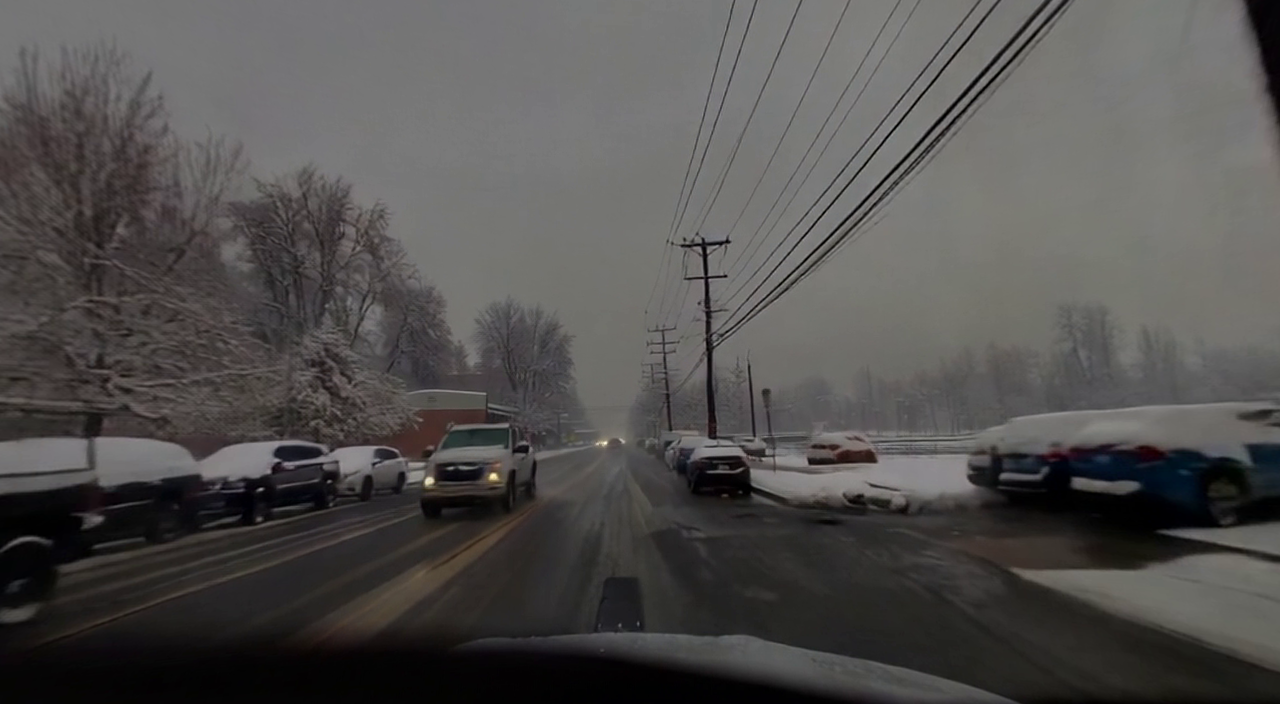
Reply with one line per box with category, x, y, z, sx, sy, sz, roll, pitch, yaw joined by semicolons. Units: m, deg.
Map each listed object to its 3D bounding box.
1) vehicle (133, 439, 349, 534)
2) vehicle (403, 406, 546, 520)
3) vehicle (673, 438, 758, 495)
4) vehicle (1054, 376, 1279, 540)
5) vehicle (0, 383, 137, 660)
vehicle;-9.195;3.062;15.316;1.862;1.851;5.360;0;-8;-2
vehicle;-3.371;2.374;13.908;2.115;2.065;4.452;0;-9;-3
vehicle;2.315;3.415;19.441;2.261;1.503;4.695;-1;-8;7
vehicle;9.852;1.549;9.352;5.684;2.112;2.321;0;-9;2
vehicle;-5.578;1.082;3.458;2.152;1.918;4.217;-2;-8;0
